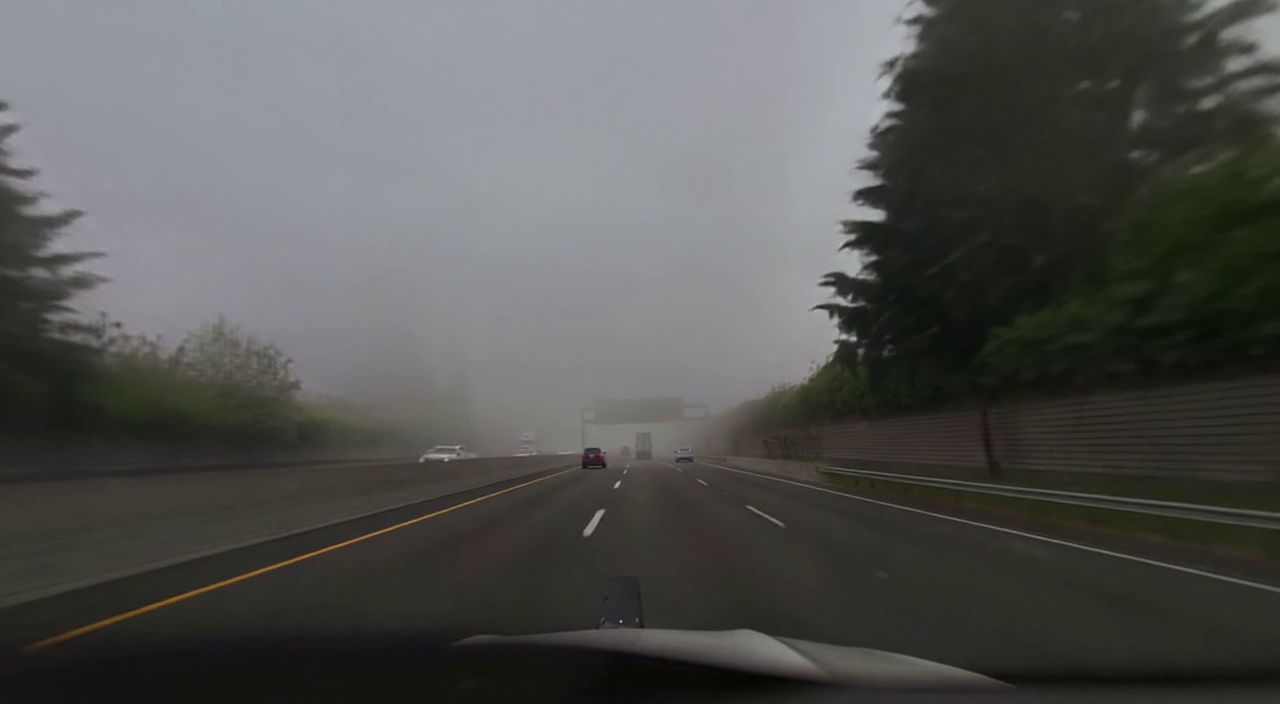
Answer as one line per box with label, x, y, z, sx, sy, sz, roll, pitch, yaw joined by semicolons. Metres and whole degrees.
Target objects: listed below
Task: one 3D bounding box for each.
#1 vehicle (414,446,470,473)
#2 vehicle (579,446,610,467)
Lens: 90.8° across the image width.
vehicle;-11.942;6.500;38.350;2.010;1.524;4.377;0;-9;0
vehicle;-3.386;7.874;47.800;2.020;1.475;4.434;0;-9;0
